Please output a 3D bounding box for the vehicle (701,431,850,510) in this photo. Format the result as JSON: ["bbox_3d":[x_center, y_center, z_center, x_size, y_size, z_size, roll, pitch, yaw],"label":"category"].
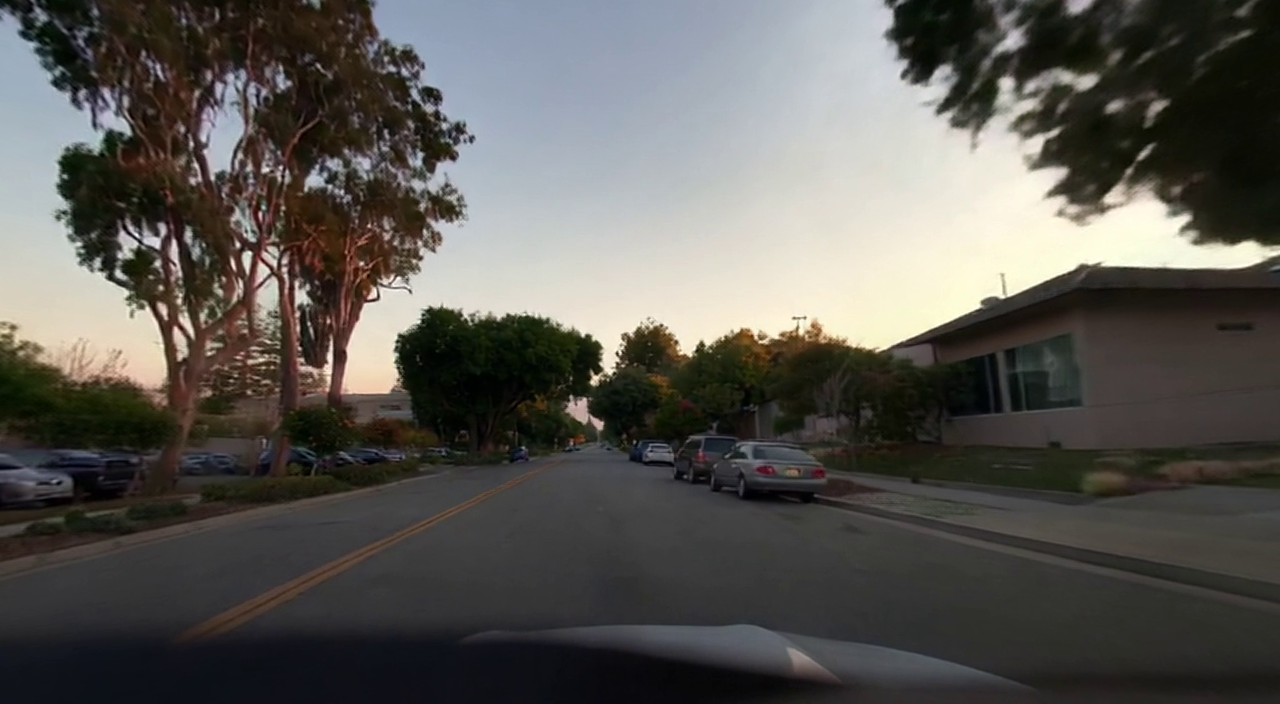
[{"bbox_3d":[2.971,2.729,15.161,1.933,1.528,5.006,0,-8,-7],"label":"vehicle"}]

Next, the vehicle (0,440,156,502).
[{"bbox_3d":[-16.980,3.421,18.448,4.444,1.647,2.117,-3,-9,15],"label":"vehicle"}]

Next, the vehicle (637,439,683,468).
[{"bbox_3d":[1.064,5.857,36.721,1.952,1.538,5.215,0,-8,-6],"label":"vehicle"}]

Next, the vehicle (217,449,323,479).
[{"bbox_3d":[-18.946,5.723,32.416,4.491,1.455,1.959,-3,-9,13],"label":"vehicle"}]
